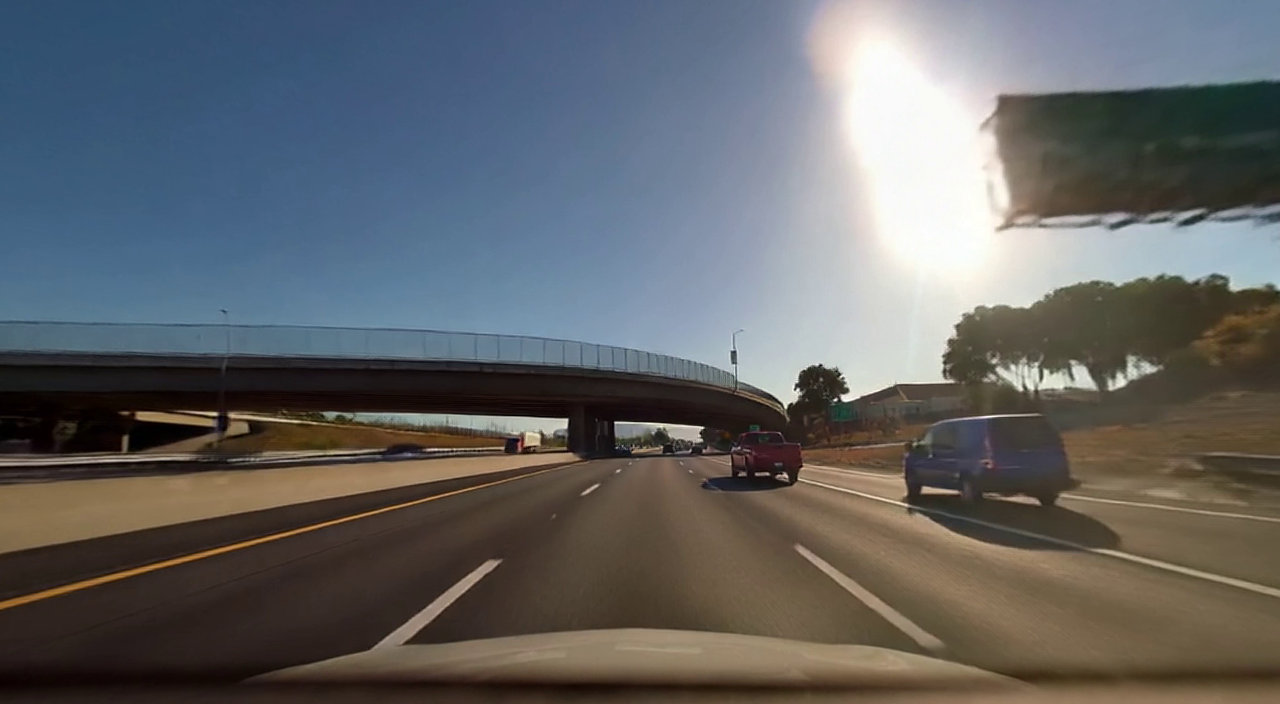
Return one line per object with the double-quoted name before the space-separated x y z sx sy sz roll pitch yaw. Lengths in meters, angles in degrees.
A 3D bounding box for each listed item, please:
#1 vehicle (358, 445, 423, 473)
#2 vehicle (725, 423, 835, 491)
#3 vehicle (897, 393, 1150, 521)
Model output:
"vehicle" -14.003 6.010 35.682 1.814 1.494 4.167 -1 -9 2
"vehicle" 4.611 3.595 21.884 2.505 2.020 5.532 0 -9 -1
"vehicle" 8.109 2.318 14.266 2.229 2.317 5.399 0 -9 0
